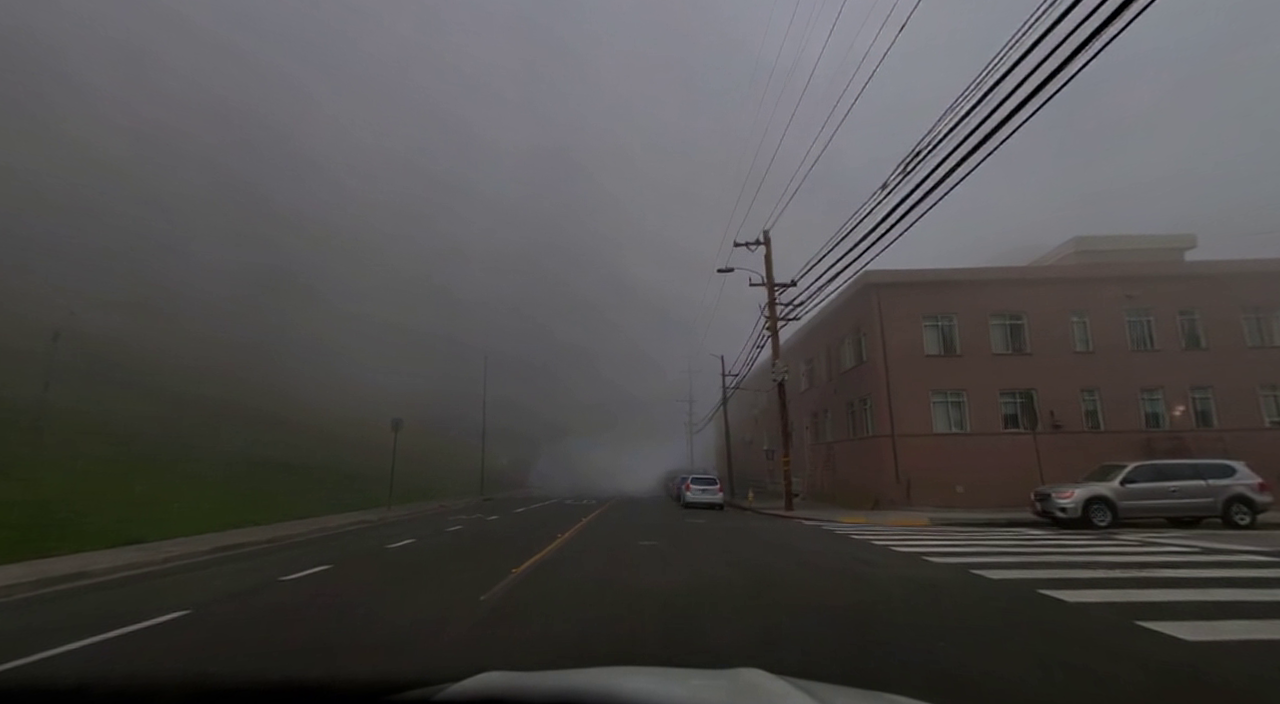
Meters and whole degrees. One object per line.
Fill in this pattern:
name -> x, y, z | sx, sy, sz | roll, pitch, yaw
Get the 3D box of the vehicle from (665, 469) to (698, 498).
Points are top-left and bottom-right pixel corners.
vehicle -> 2.870, 9.340, 45.126 | 1.953, 1.774, 5.008 | 0, -8, -1

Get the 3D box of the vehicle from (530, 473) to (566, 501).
vehicle -> -6.614, 9.699, 45.669 | 1.913, 1.682, 4.365 | 0, -8, 0

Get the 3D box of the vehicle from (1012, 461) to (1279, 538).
vehicle -> 11.460, 3.256, 14.284 | 4.771, 1.492, 2.107 | 0, -8, -2
